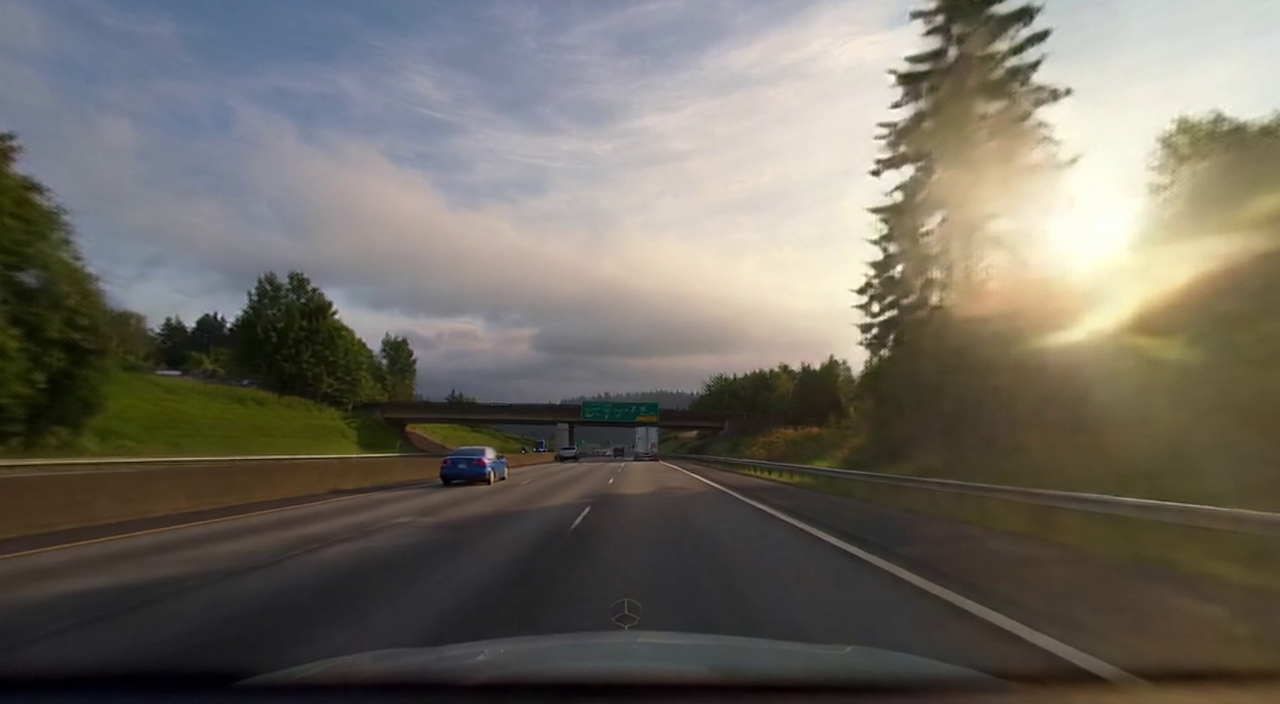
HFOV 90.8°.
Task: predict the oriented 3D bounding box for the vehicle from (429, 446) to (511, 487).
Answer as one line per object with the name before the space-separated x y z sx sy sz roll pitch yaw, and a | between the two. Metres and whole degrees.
vehicle | -6.710 4.559 25.475 2.038 1.489 4.603 0 -9 0
